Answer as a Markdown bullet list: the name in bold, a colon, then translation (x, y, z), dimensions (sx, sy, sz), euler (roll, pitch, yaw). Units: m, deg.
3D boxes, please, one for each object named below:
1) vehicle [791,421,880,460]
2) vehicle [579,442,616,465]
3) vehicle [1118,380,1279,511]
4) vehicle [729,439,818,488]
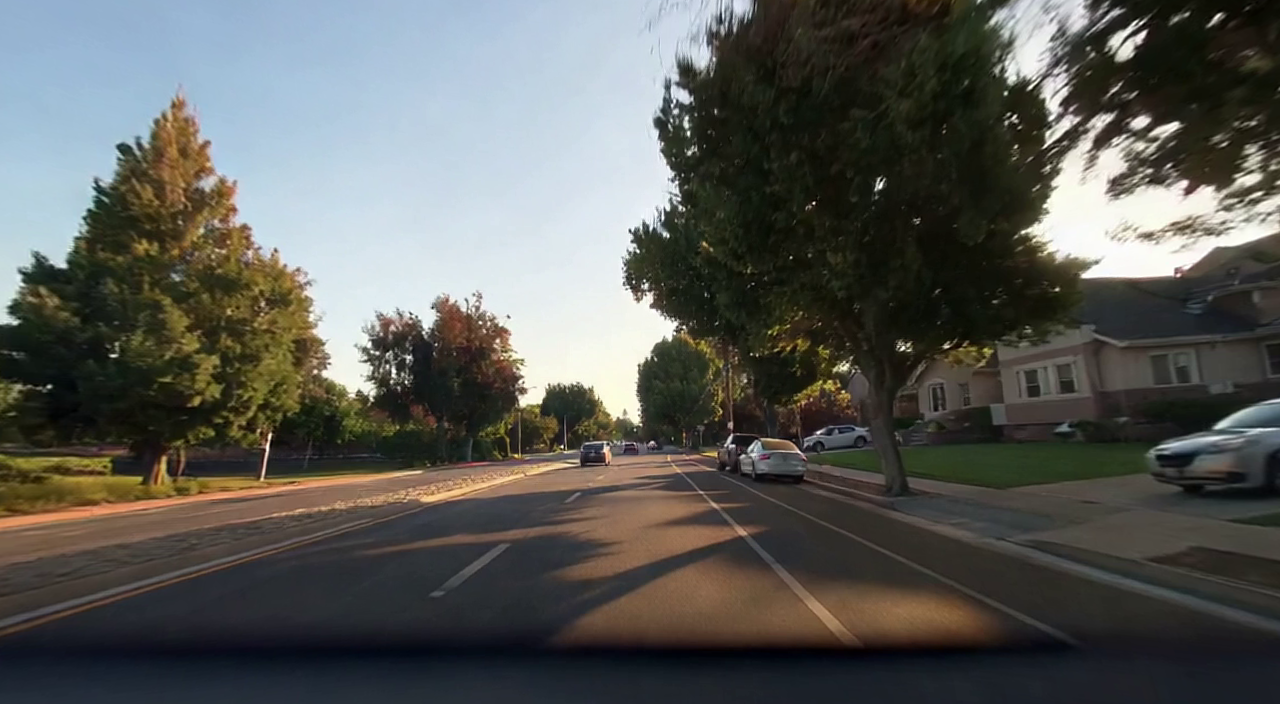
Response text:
- **vehicle**: translation (11.858, 5.444, 38.625), dimensions (4.888, 1.758, 2.037), euler (-8, -10, 12)
- **vehicle**: translation (-2.901, 7.113, 44.317), dimensions (2.084, 1.466, 4.522), euler (-1, -9, 2)
- **vehicle**: translation (11.513, 1.422, 10.588), dimensions (4.860, 1.919, 2.318), euler (-4, -9, 2)
- **vehicle**: translation (4.570, 3.893, 22.382), dimensions (2.241, 1.536, 4.682), euler (0, -9, 2)
